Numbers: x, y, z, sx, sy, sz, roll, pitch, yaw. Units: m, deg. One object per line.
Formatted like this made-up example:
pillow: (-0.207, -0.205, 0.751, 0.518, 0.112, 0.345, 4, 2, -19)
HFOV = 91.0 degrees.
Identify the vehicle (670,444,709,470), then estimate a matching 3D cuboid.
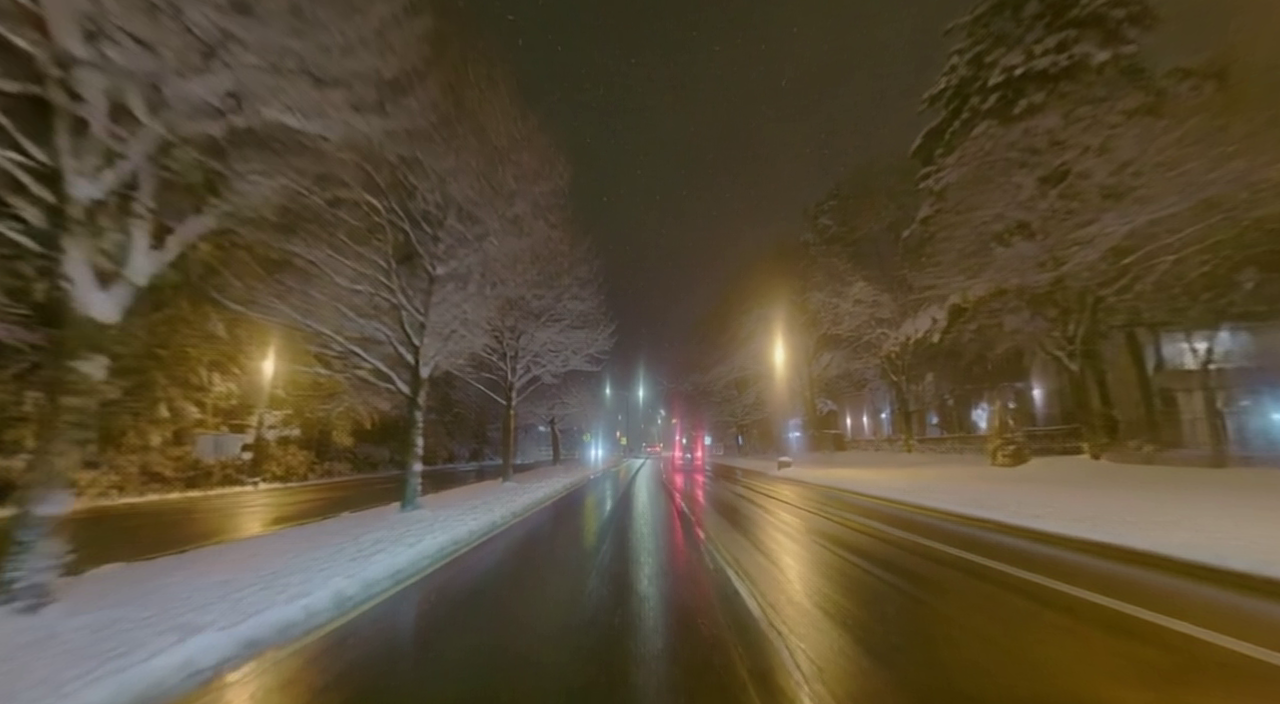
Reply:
vehicle: (3.021, 6.514, 39.288, 2.044, 1.537, 4.528, 0, -8, 0)
